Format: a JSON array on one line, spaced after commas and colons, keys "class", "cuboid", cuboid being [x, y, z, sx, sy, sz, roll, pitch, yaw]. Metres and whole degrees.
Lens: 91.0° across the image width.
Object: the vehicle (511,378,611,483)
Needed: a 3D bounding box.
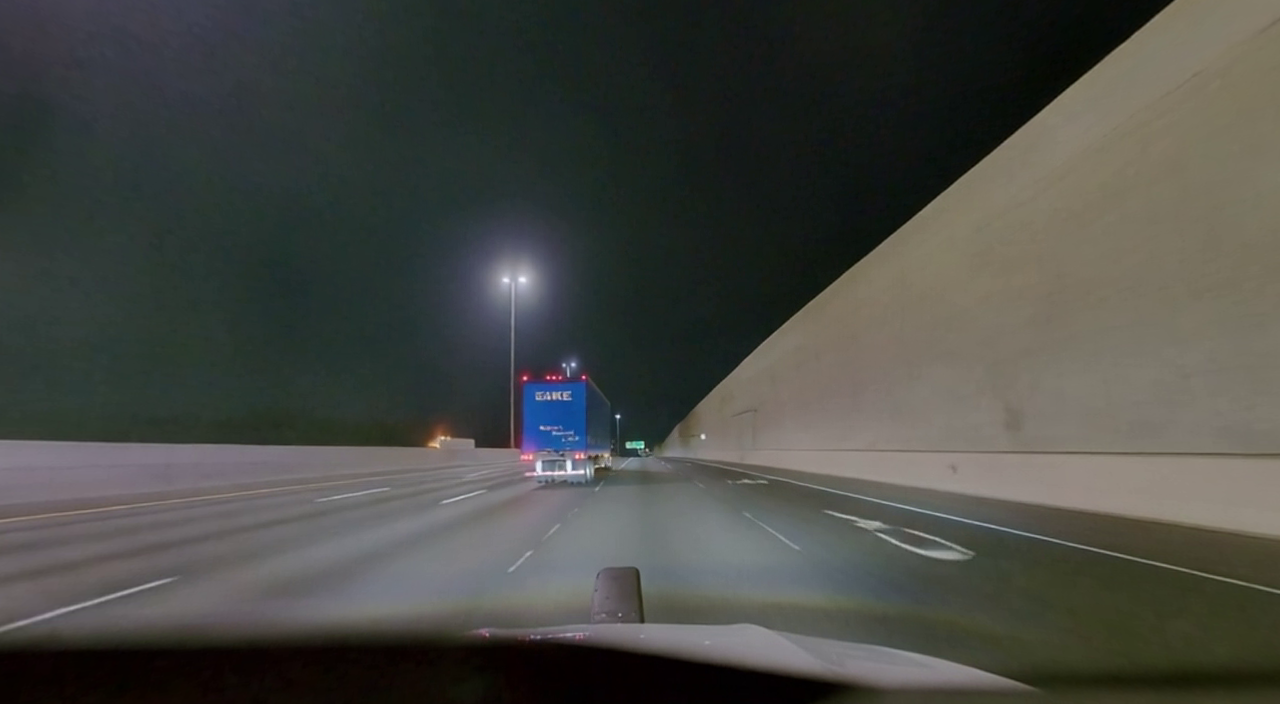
[{"class": "vehicle", "cuboid": [-3.206, 3.792, 29.314, 3.059, 3.956, 11.036, 0, -9, 1]}]
